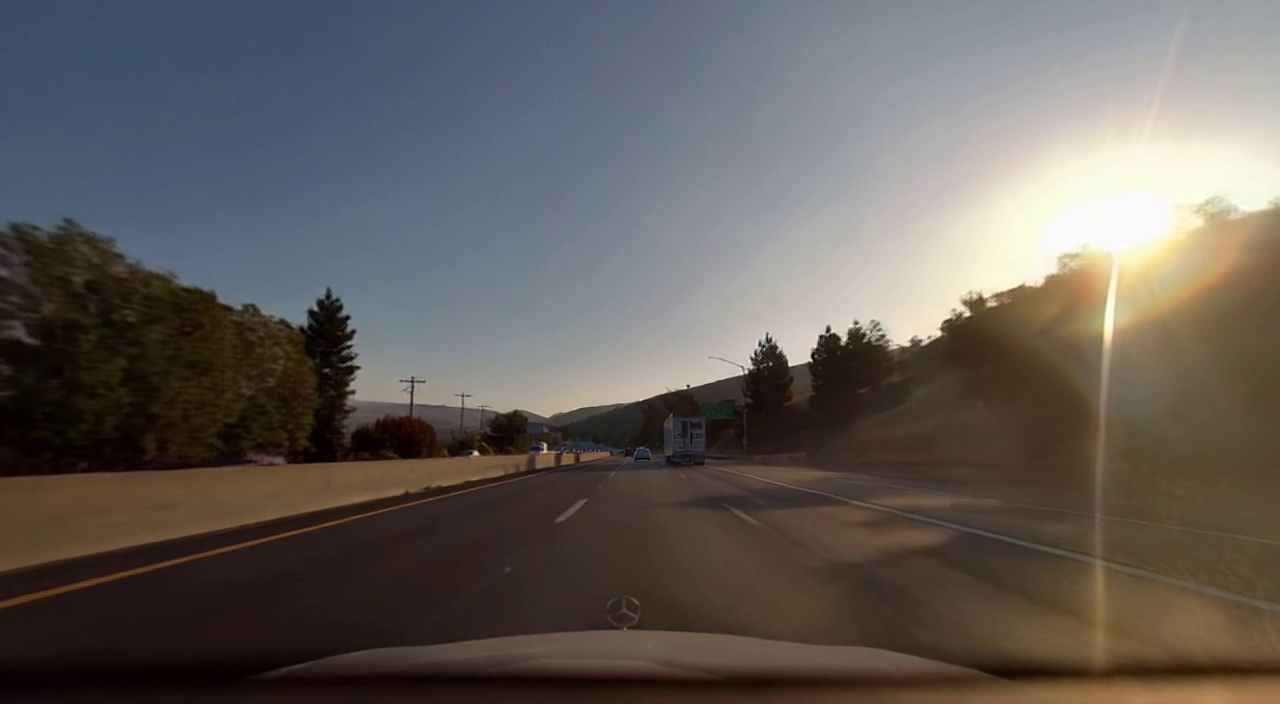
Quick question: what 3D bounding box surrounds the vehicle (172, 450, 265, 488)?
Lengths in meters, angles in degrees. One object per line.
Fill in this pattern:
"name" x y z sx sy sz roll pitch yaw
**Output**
"vehicle" -20.867 5.785 31.401 1.834 1.721 3.888 0 -9 1
